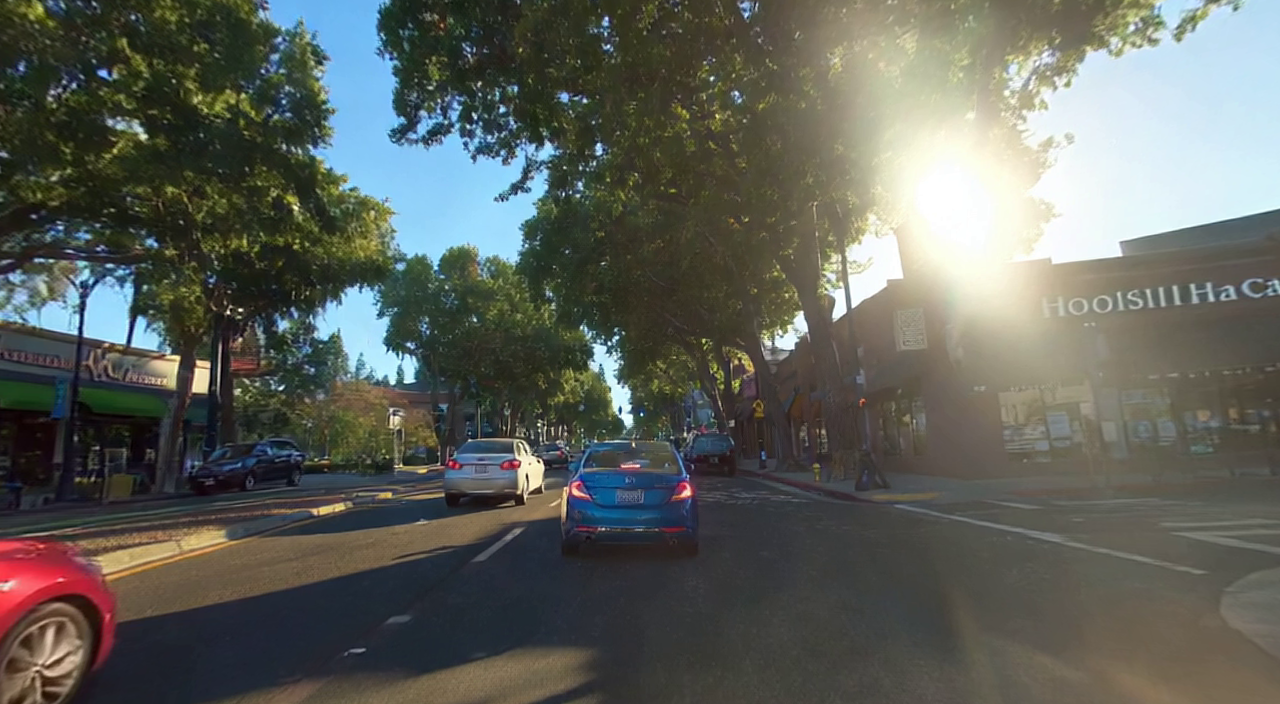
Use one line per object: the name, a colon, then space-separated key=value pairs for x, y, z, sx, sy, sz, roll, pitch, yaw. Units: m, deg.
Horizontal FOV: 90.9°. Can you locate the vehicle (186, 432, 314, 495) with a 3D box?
vehicle: x=-19.127 y=5.479 z=31.401 sx=2.286 sy=2.777 sz=5.926 roll=-1 pitch=-9 yaw=3

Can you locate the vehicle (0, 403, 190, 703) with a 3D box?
vehicle: x=-3.472 y=0.786 z=1.389 sx=1.905 sy=1.473 sz=4.016 roll=0 pitch=-9 yaw=1

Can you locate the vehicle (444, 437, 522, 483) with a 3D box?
vehicle: x=-6.186 y=4.289 z=25.349 sx=2.095 sy=1.682 sz=4.371 roll=0 pitch=-9 yaw=-1

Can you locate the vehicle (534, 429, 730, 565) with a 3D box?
vehicle: x=-0.099 y=1.906 z=9.047 sx=2.160 sy=1.482 sz=4.037 roll=0 pitch=-9 yaw=0
